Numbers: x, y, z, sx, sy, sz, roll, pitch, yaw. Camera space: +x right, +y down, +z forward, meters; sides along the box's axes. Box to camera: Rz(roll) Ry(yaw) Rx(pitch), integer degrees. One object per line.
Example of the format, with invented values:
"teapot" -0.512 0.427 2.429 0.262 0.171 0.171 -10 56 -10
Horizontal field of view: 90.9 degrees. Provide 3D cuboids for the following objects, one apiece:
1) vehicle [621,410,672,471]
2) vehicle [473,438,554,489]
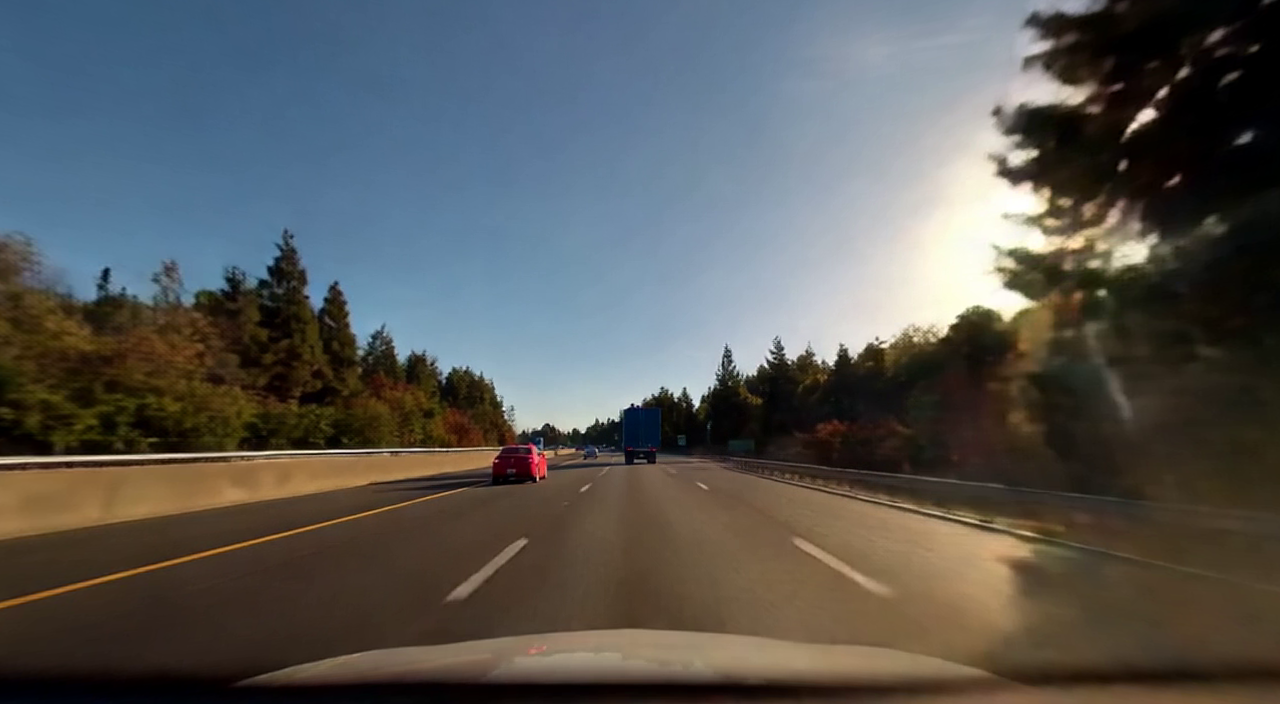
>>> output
"vehicle" 0.240 5.985 42.072 2.893 3.628 9.081 0 -9 -3
"vehicle" -4.266 3.833 21.923 1.977 1.602 3.944 0 -9 0
